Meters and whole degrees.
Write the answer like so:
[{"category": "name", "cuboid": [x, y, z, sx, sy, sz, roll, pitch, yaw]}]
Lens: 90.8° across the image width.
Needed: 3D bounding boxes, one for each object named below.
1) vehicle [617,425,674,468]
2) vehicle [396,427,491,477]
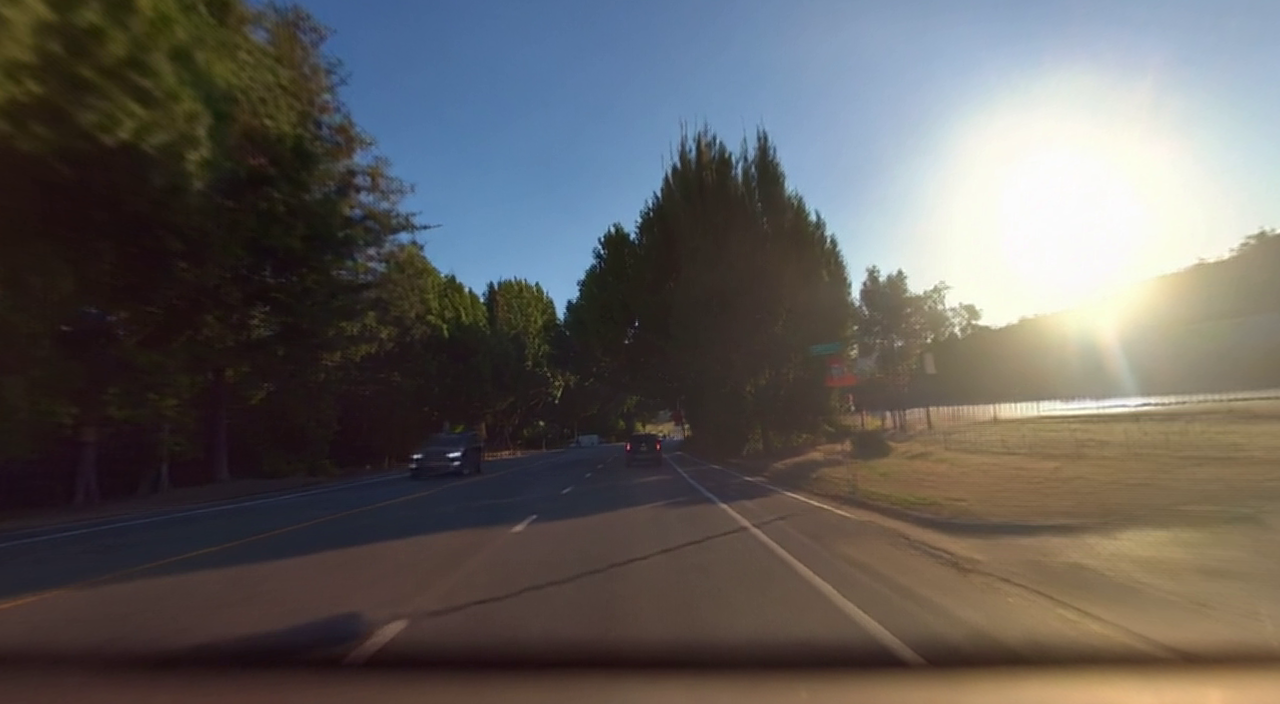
[{"category": "vehicle", "cuboid": [0.214, 4.108, 27.571, 2.294, 1.708, 4.110, 0, -8, 0]}, {"category": "vehicle", "cuboid": [-7.266, 3.745, 23.856, 2.185, 1.713, 4.365, 0, -8, 0]}]
